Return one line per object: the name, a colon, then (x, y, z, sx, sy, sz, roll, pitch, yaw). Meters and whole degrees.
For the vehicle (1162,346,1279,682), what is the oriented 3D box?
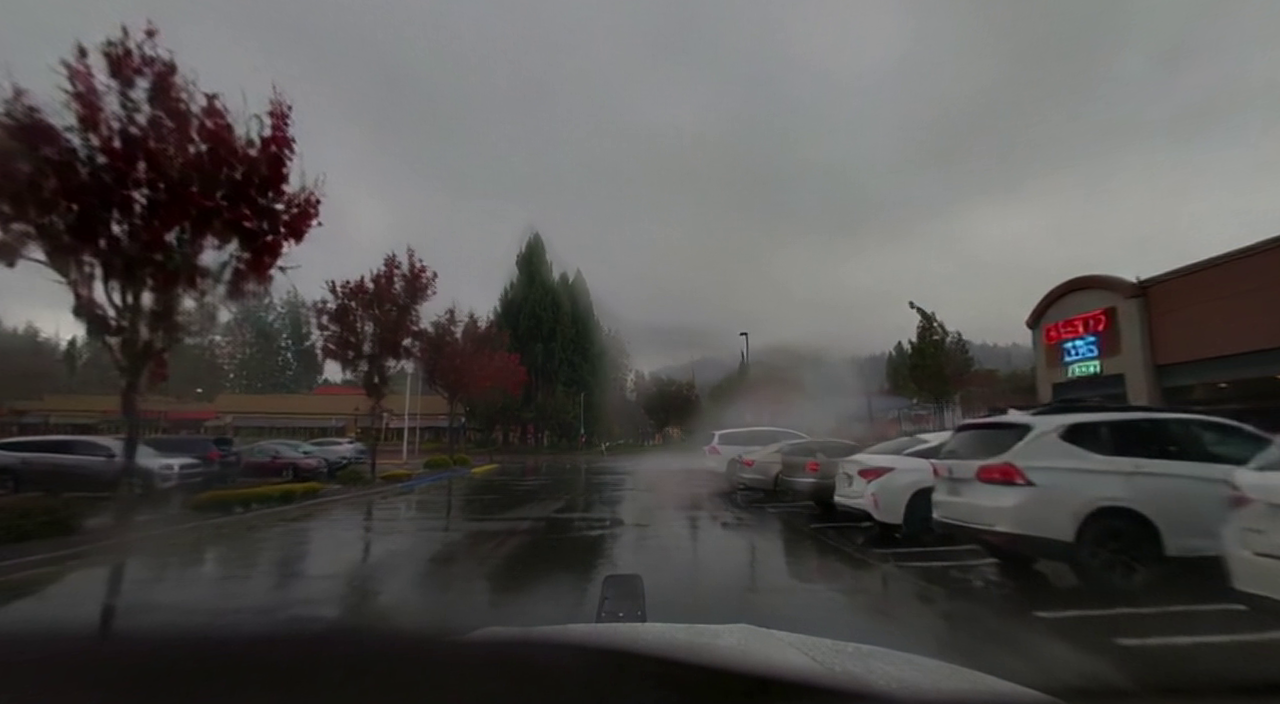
vehicle: (5.757, 0.864, 3.270, 4.256, 1.876, 2.064, 0, -8, -3)

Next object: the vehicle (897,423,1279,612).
vehicle: (5.314, 1.520, 6.426, 4.449, 1.513, 2.087, 1, -8, -6)

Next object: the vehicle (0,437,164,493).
vehicle: (-17.086, 3.305, 18.698, 4.651, 1.494, 1.914, 6, -10, -36)
